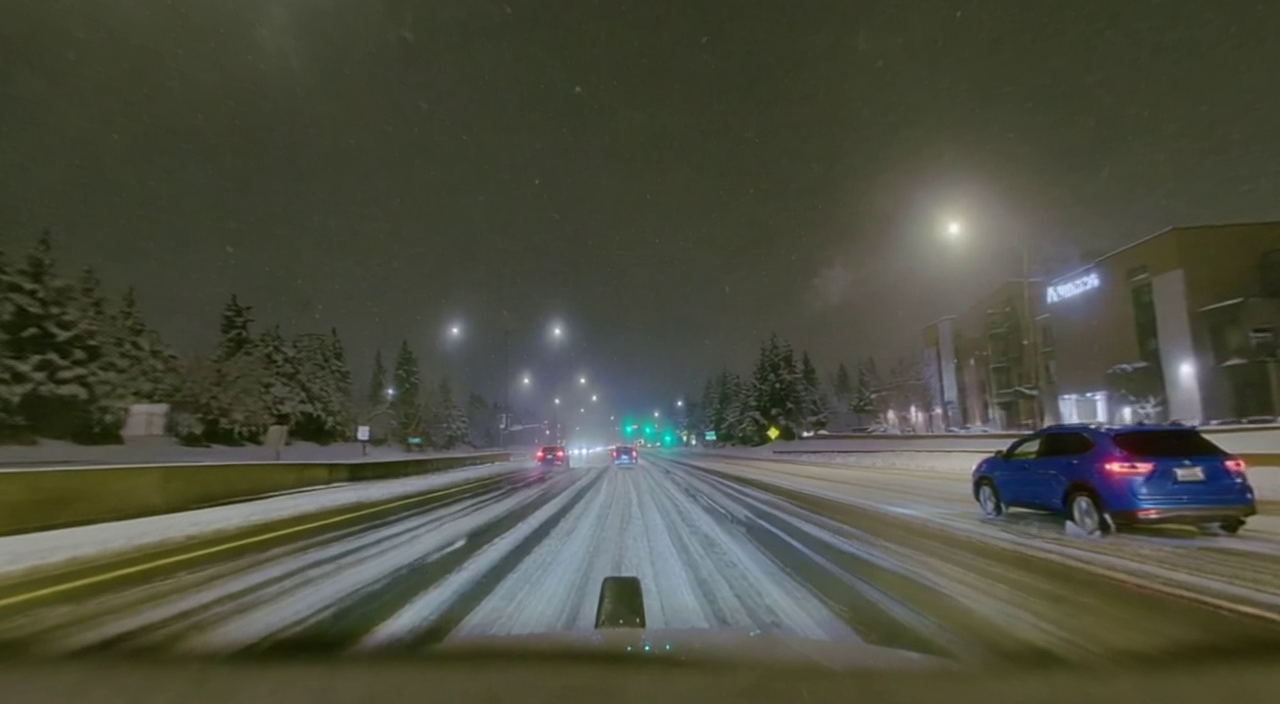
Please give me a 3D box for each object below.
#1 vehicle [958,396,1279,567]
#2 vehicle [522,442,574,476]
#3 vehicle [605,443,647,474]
[{"bbox_3d":[6.955,1.731,9.185,2.028,1.801,4.741,0,-9,-2],"label":"vehicle"},{"bbox_3d":[-4.358,5.130,30.578,1.886,1.465,4.625,0,-9,0],"label":"vehicle"},{"bbox_3d":[-0.745,5.442,32.464,1.997,1.485,4.094,0,-9,-2],"label":"vehicle"}]
